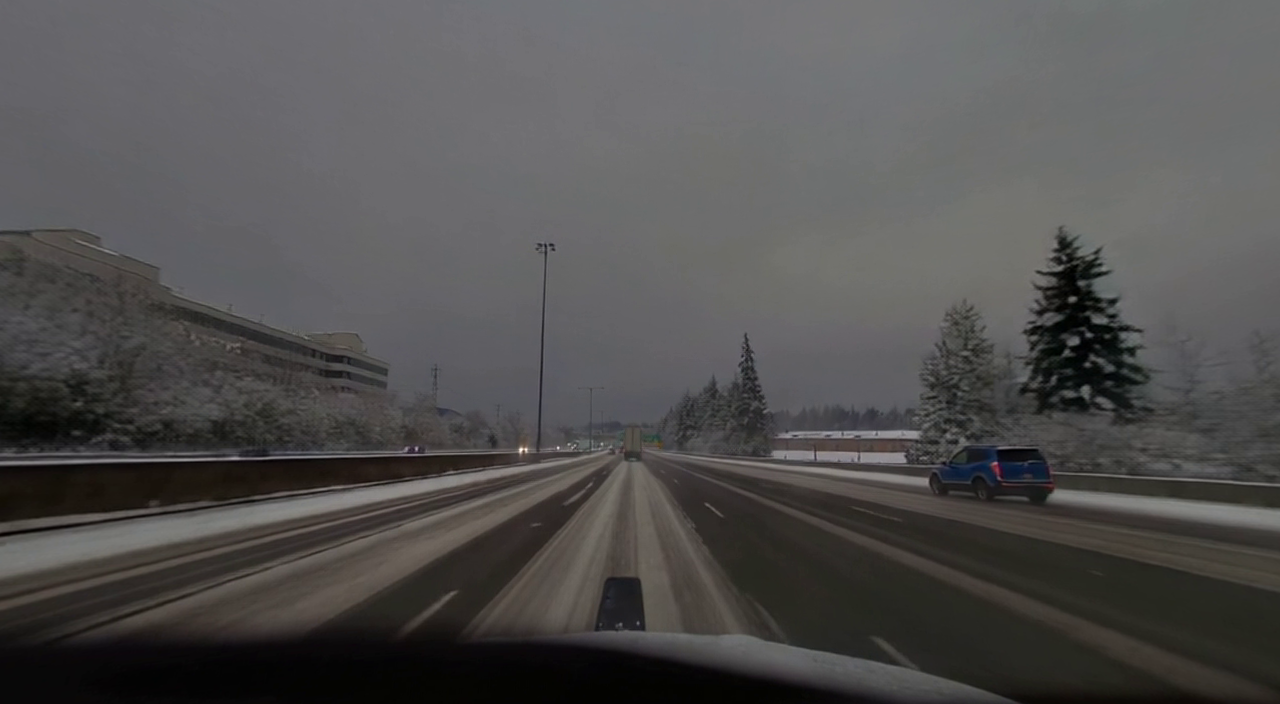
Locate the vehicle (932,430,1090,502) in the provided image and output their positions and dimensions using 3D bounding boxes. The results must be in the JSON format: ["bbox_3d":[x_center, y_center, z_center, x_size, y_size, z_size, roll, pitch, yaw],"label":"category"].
[{"bbox_3d":[13.431,4.146,23.409,2.411,2.326,5.300,0,-9,-2],"label":"vehicle"}]

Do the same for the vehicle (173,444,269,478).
[{"bbox_3d":[-19.602,5.102,29.729,1.975,1.467,3.800,0,-9,-1],"label":"vehicle"}]
